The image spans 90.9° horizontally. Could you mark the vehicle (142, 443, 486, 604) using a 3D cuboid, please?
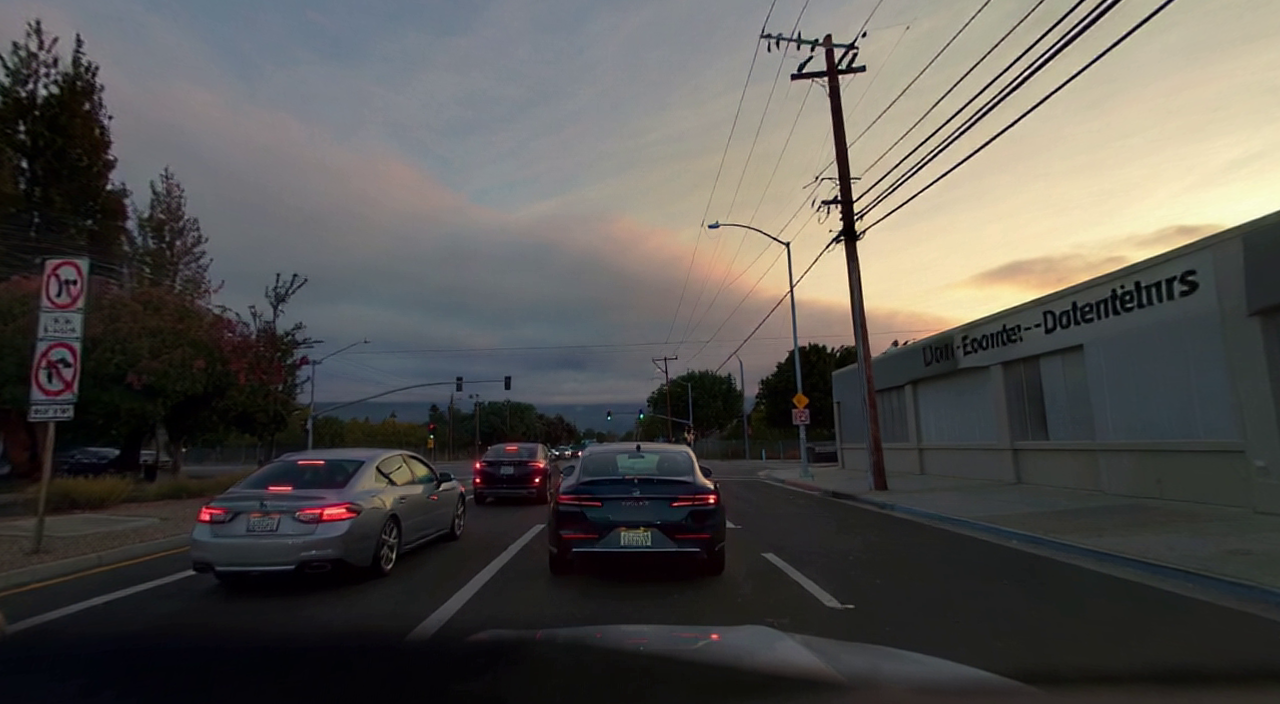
[{"bbox_3d":[-3.228,1.735,7.322,1.765,1.319,4.013,0,-9,2],"label":"vehicle"}]

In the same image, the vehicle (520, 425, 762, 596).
[{"bbox_3d":[-0.004,1.678,7.535,2.101,1.469,3.955,0,-9,0],"label":"vehicle"}]
